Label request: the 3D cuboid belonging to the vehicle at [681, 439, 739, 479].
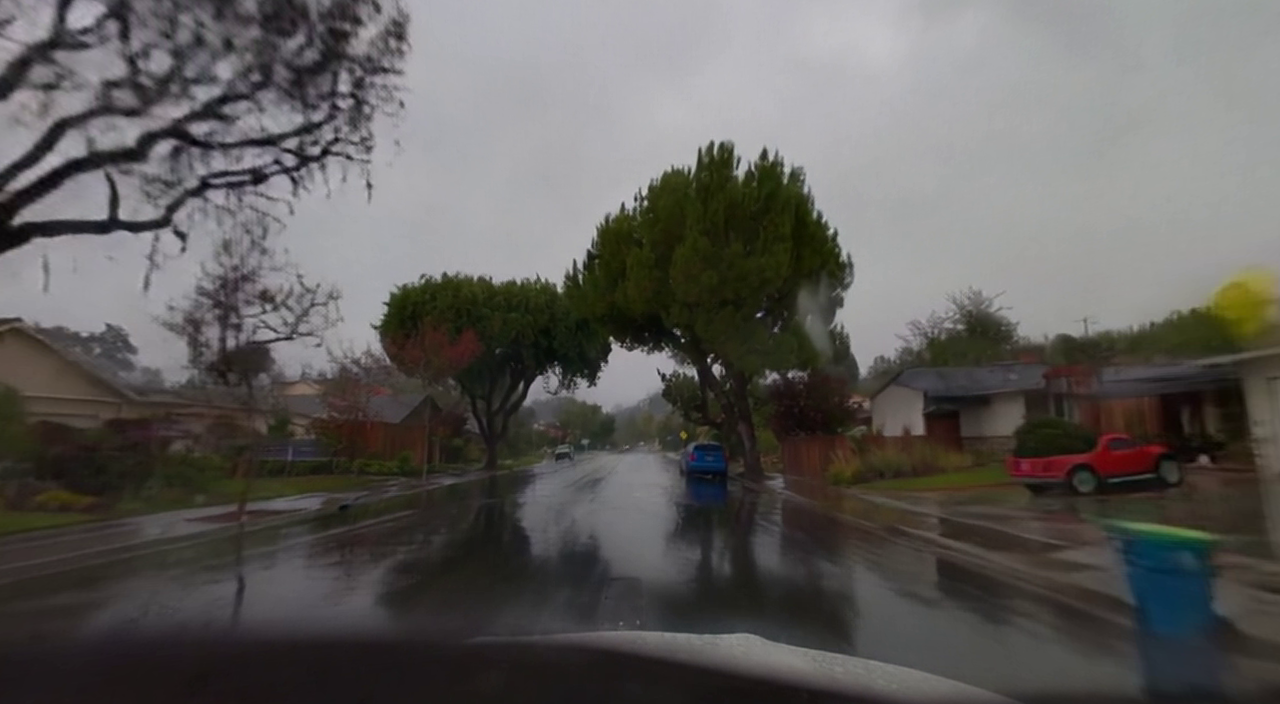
[{"bbox_3d":[3.033,4.749,28.285,2.114,1.633,4.042,0,-8,0],"label":"vehicle"}]
